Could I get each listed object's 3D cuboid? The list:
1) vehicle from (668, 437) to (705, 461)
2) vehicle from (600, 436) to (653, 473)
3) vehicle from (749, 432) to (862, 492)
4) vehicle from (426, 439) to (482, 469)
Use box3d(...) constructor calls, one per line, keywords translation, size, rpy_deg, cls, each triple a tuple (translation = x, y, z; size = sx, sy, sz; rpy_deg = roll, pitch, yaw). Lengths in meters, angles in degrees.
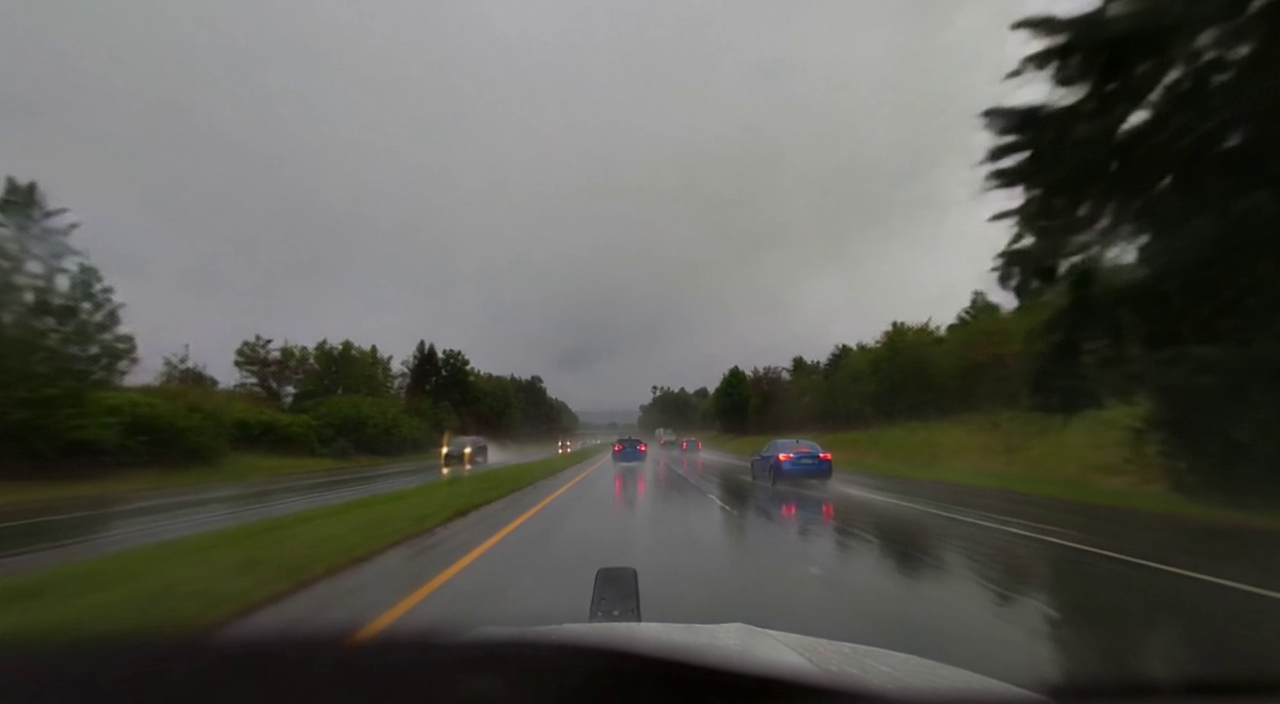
box3d(translation=(3.045, 6.429, 42.115), size=(2.004, 1.469, 4.472), rpy_deg=(0, -8, -2), cls="vehicle")
box3d(translation=(-0.584, 4.372, 27.274), size=(2.143, 1.466, 3.693), rpy_deg=(0, -8, -1), cls="vehicle")
box3d(translation=(4.597, 3.098, 18.258), size=(2.066, 1.526, 4.216), rpy_deg=(0, -8, -1), cls="vehicle")
box3d(translation=(-9.664, 5.310, 33.060), size=(1.855, 1.458, 3.717), rpy_deg=(0, -8, -1), cls="vehicle")
